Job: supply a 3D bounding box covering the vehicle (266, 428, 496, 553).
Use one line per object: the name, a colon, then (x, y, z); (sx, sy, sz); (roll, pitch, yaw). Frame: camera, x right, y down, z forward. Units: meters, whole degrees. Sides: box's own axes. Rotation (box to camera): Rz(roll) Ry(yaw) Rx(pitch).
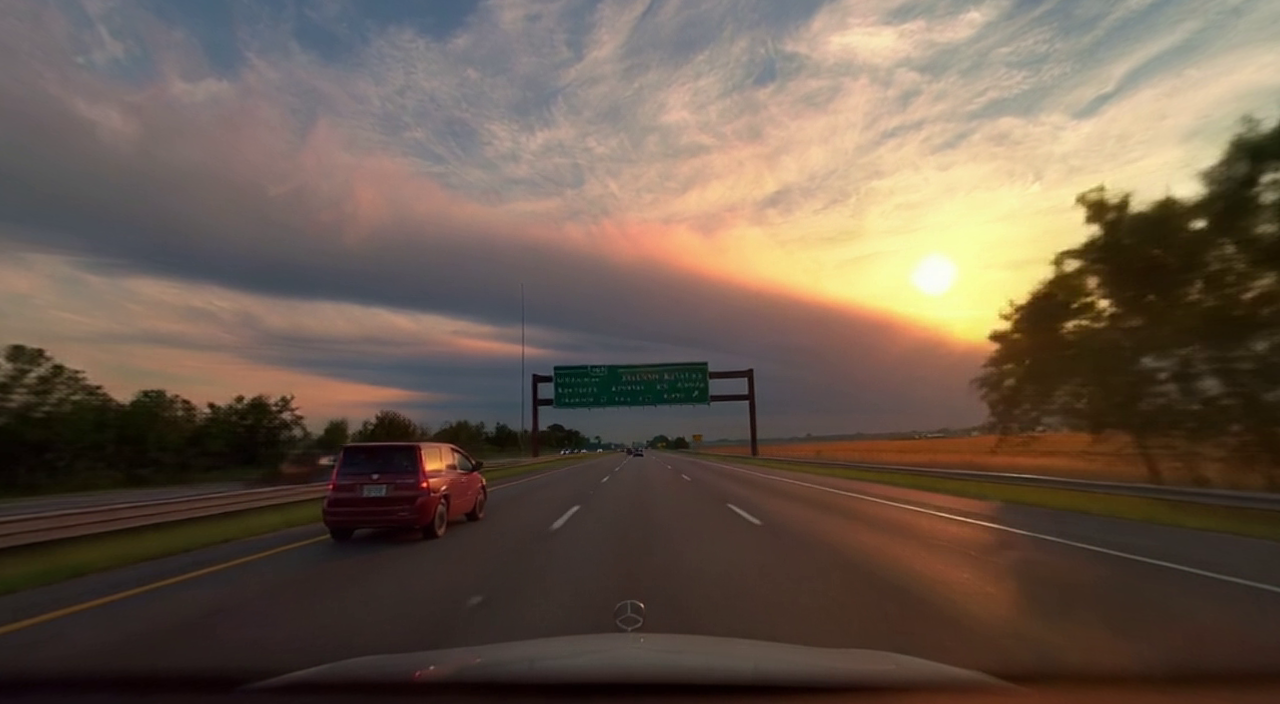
vehicle: (-3.622, 2.004, 9.741); (1.815, 1.500, 4.036); (0, -9, 0)
